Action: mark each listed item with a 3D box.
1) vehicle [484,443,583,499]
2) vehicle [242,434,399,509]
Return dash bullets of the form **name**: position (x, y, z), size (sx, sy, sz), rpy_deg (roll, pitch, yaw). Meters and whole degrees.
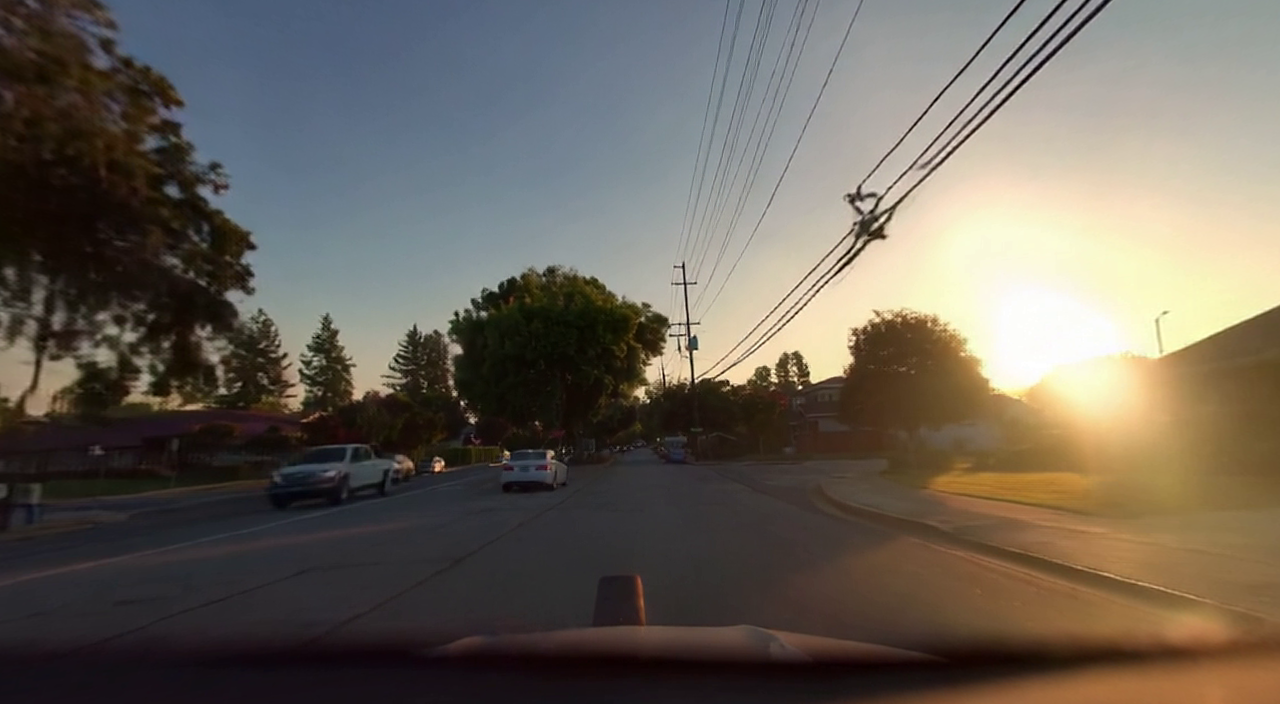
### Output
- **vehicle**: position (-3.036, 3.503, 19.105), size (2.041, 1.471, 4.602), rpy_deg (0, -8, 2)
- **vehicle**: position (-9.594, 3.606, 19.681), size (2.115, 1.978, 5.647), rpy_deg (1, -8, -2)
